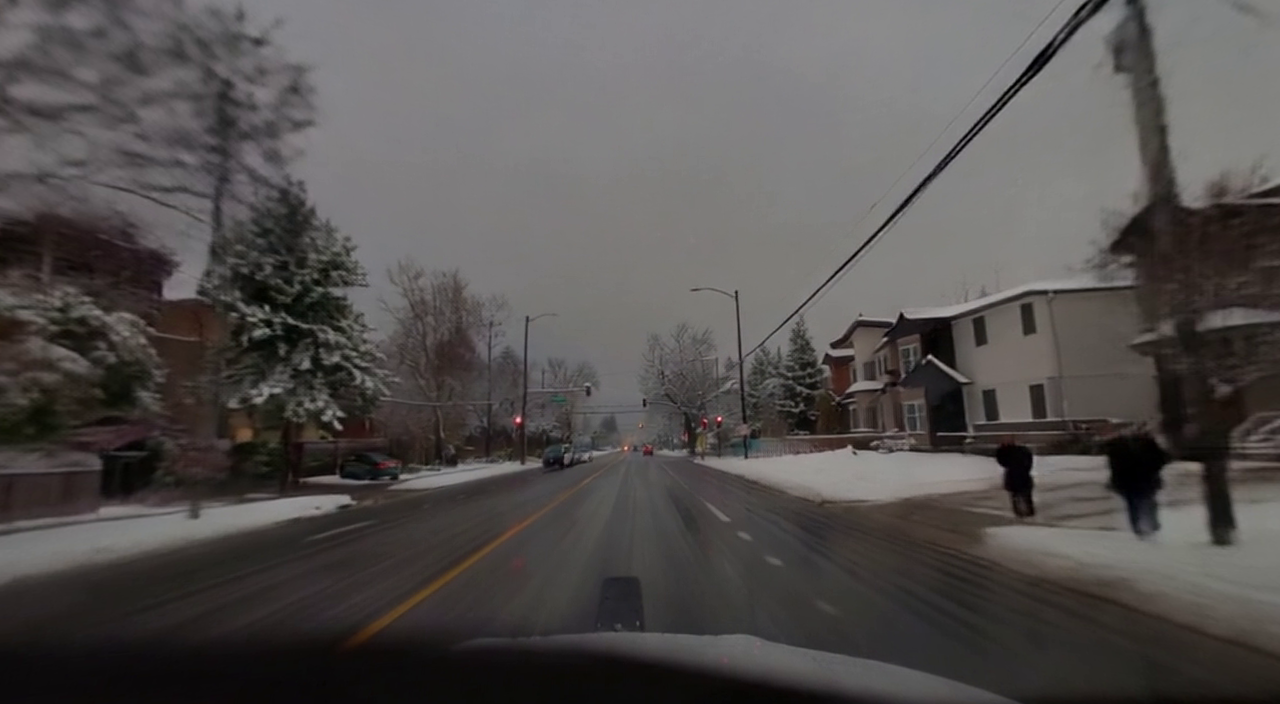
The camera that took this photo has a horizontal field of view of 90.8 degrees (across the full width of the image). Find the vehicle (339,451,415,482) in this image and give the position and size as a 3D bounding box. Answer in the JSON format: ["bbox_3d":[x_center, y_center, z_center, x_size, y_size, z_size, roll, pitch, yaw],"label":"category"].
[{"bbox_3d":[-12.800,5.565,31.058,1.934,1.389,4.364,0,-9,-1],"label":"vehicle"}]
